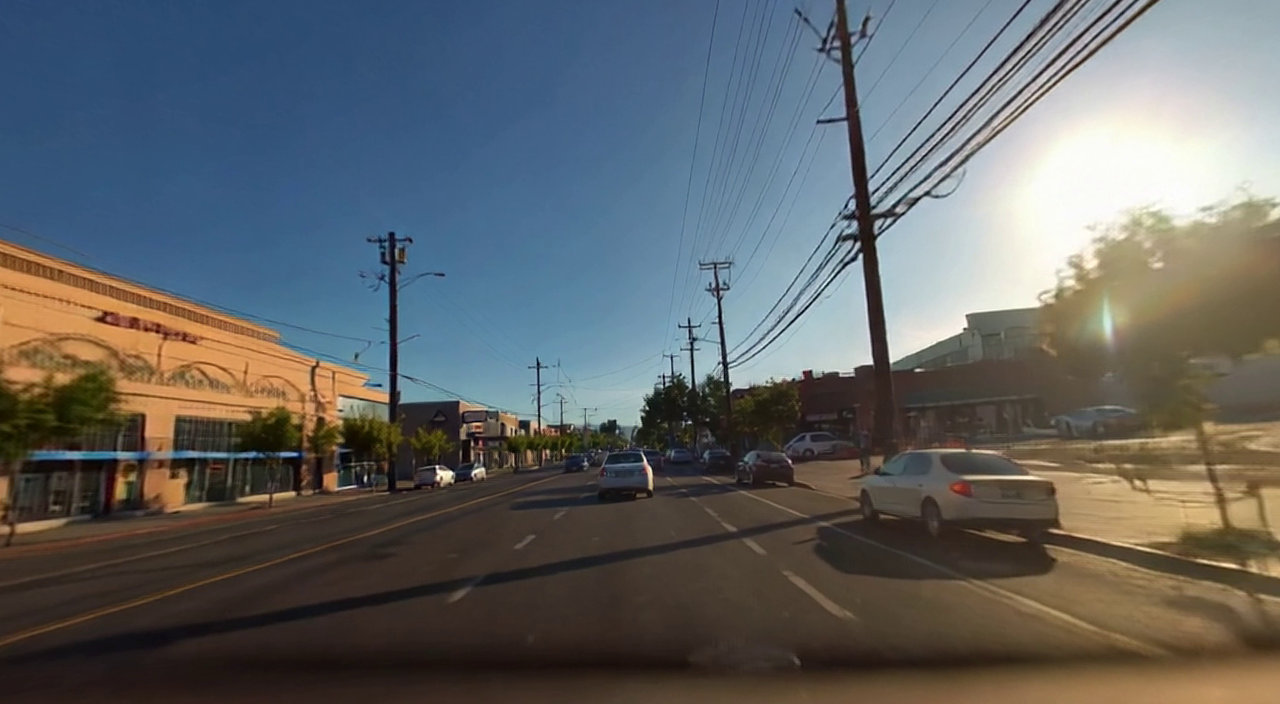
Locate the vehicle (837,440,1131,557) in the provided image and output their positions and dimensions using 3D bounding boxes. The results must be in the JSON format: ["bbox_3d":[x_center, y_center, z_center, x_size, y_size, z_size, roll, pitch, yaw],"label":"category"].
[{"bbox_3d":[5.203,2.256,10.626,2.108,1.471,4.948,0,-9,-1],"label":"vehicle"}]

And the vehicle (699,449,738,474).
[{"bbox_3d":[5.179,7.309,42.465,1.937,1.523,4.541,0,-9,-1],"label":"vehicle"}]

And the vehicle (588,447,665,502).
[{"bbox_3d":[-0.354,3.688,19.457,2.116,1.479,3.980,0,-9,0],"label":"vehicle"}]

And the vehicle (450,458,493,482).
[{"bbox_3d":[-11.534,8.111,43.601,1.817,1.480,4.282,0,-9,0],"label":"vehicle"}]

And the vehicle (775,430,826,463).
[{"bbox_3d":[11.309,6.710,44.980,2.329,2.145,5.841,1,-8,2],"label":"vehicle"}]

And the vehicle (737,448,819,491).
[{"bbox_3d":[5.115,4.403,24.103,1.987,1.459,4.677,0,-9,-1],"label":"vehicle"}]

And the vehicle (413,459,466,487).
[{"bbox_3d":[-11.800,7.127,37.481,1.828,1.457,4.371,0,-9,-2],"label":"vehicle"}]
